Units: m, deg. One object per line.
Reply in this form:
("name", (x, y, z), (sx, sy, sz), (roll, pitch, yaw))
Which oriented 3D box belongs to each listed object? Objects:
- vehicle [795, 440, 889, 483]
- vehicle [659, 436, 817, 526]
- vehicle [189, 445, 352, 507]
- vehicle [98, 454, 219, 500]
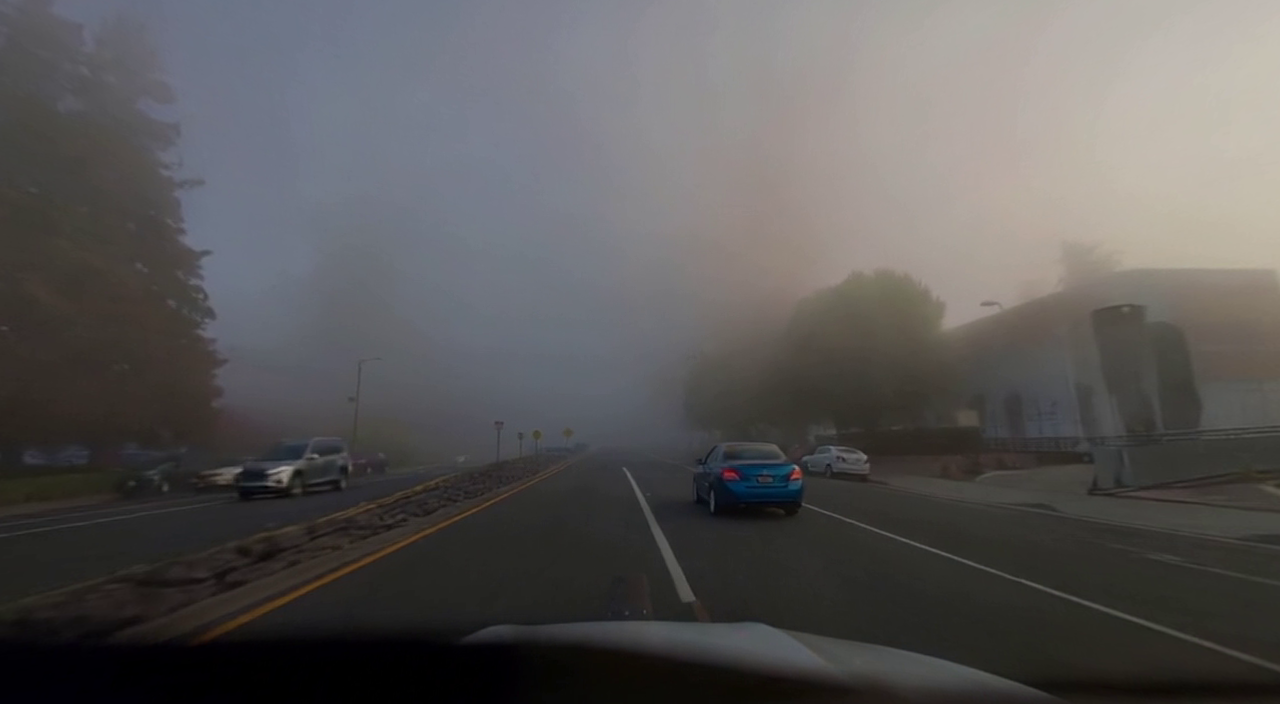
("vehicle", (7.800, 4.260, 24.821), (2.017, 1.516, 4.393), (0, -8, -3))
("vehicle", (1.672, 2.434, 12.552), (2.141, 1.443, 4.499), (0, -8, -4))
("vehicle", (-10.207, 3.410, 17.947), (1.990, 1.496, 4.598), (0, -8, -2))
("vehicle", (-20.854, 5.371, 27.579), (1.888, 1.751, 4.526), (0, -8, -4))
